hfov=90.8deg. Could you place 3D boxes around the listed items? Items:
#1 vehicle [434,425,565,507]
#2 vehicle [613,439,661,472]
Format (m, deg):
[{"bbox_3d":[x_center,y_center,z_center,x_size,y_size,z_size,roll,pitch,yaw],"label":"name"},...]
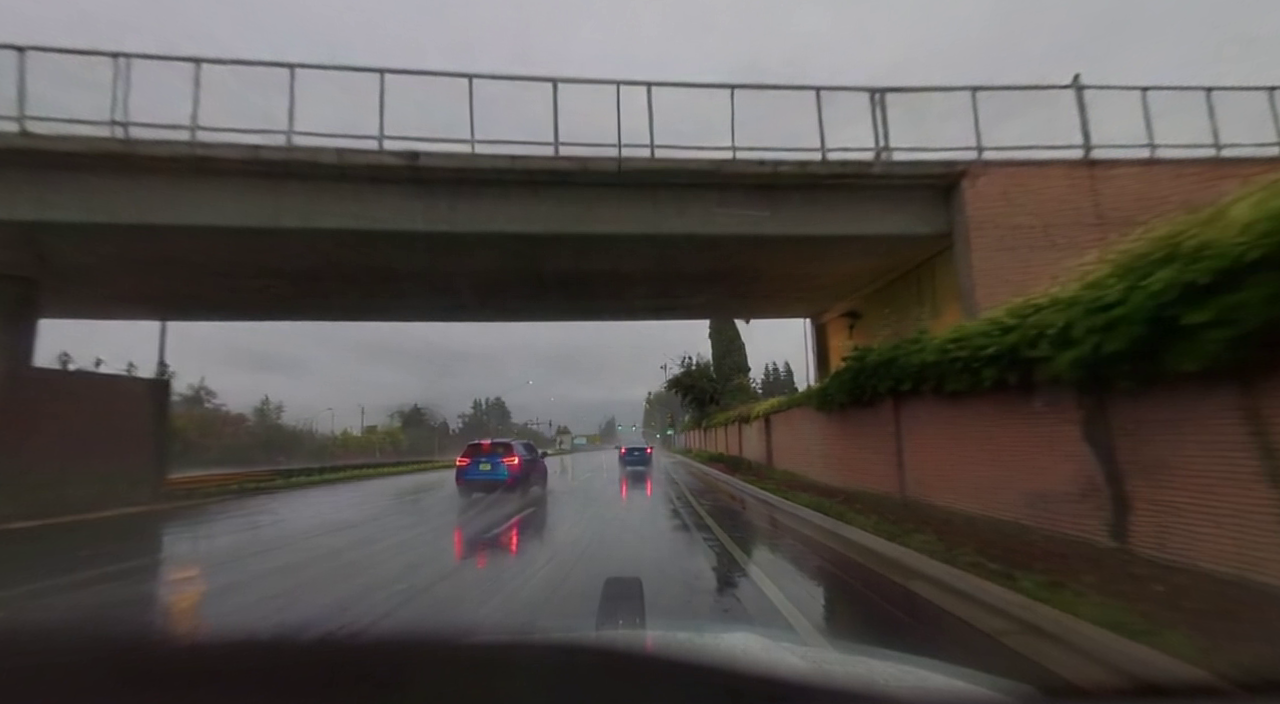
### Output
[{"bbox_3d":[-3.368,2.860,16.260,2.223,1.771,4.581,0,-9,1],"label":"vehicle"},{"bbox_3d":[-0.183,5.091,31.254,2.205,1.509,4.272,0,-9,-1],"label":"vehicle"}]
